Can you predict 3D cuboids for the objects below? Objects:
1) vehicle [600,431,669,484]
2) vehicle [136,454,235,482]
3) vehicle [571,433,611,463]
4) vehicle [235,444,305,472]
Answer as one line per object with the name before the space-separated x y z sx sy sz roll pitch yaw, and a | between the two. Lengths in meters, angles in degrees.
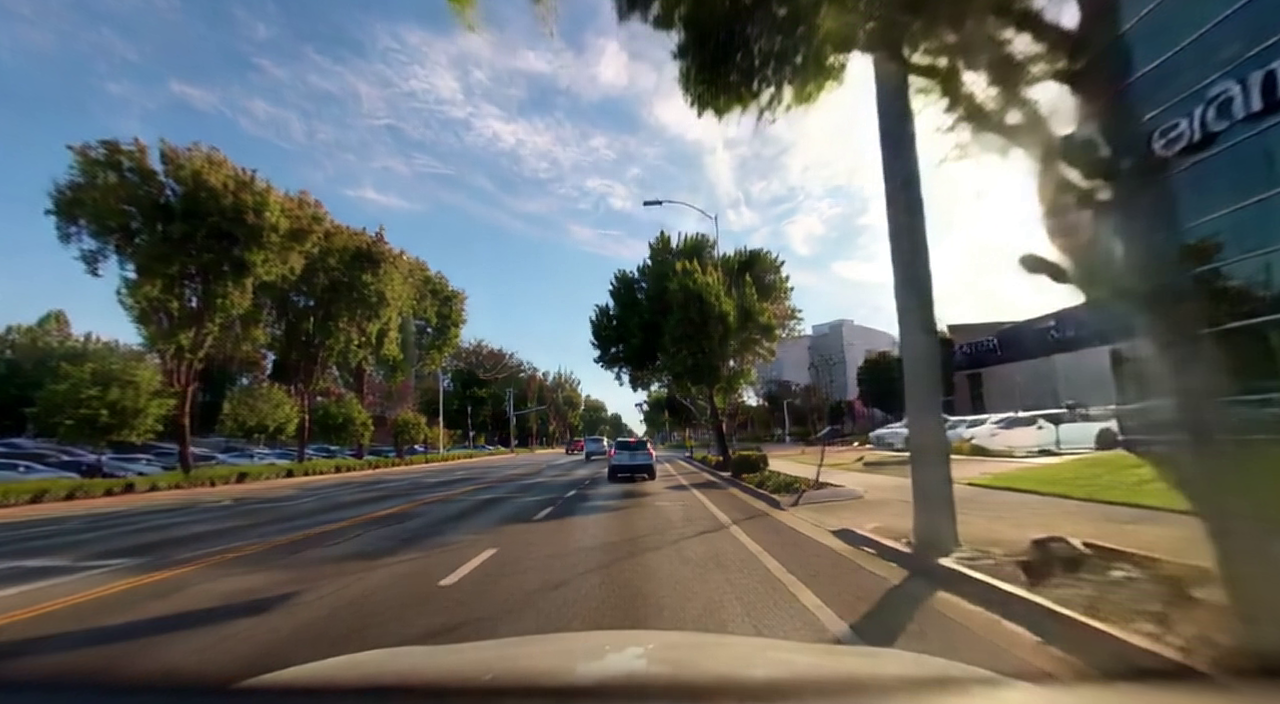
vehicle | -0.140 3.558 21.585 2.108 1.612 4.246 0 -8 1
vehicle | -26.312 6.673 36.539 4.553 1.479 1.768 -1 -8 7
vehicle | -3.168 6.359 42.116 2.064 1.859 5.154 0 -8 2
vehicle | -24.450 7.012 41.843 1.791 1.724 4.432 0 -8 2
